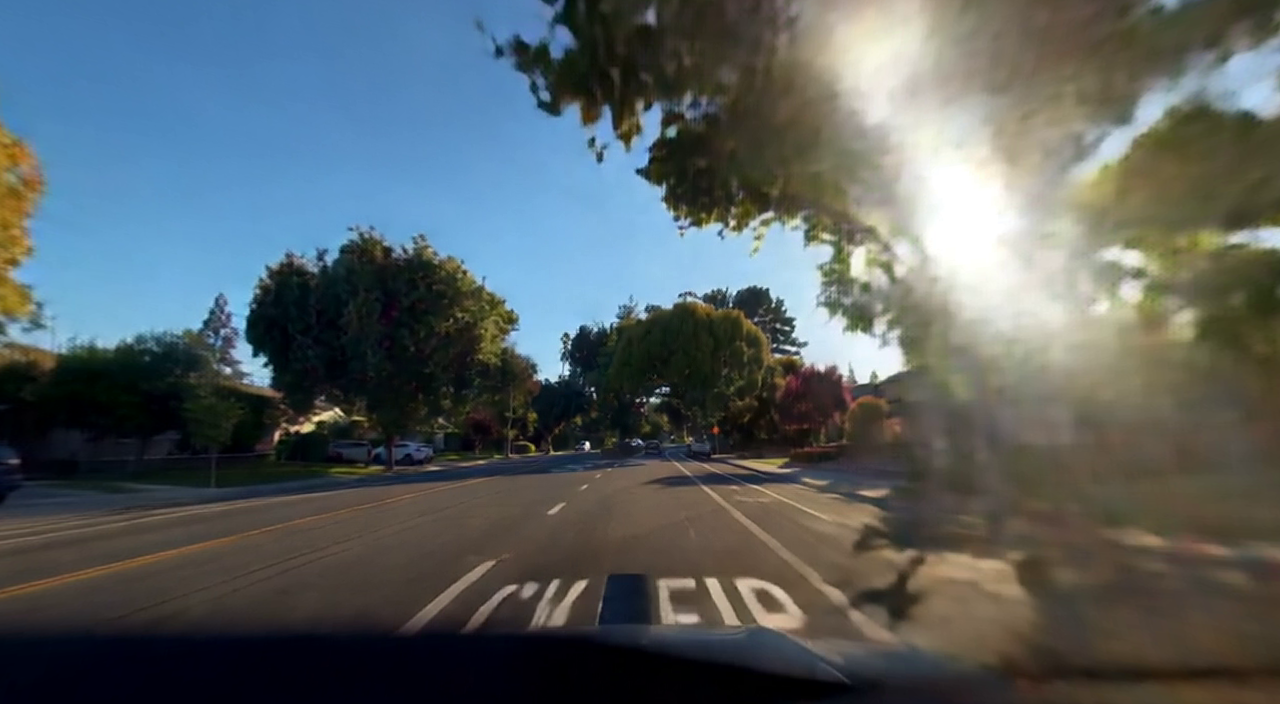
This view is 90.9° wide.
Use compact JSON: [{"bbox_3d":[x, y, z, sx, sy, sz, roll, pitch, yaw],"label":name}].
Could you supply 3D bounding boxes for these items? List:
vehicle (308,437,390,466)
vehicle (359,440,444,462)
[{"bbox_3d":[-18.799,6.422,40.776,4.372,1.745,2.017,6,-10,-35],"label":"vehicle"},{"bbox_3d":[-17.903,7.434,47.446,5.419,1.649,2.396,0,-8,1],"label":"vehicle"}]
